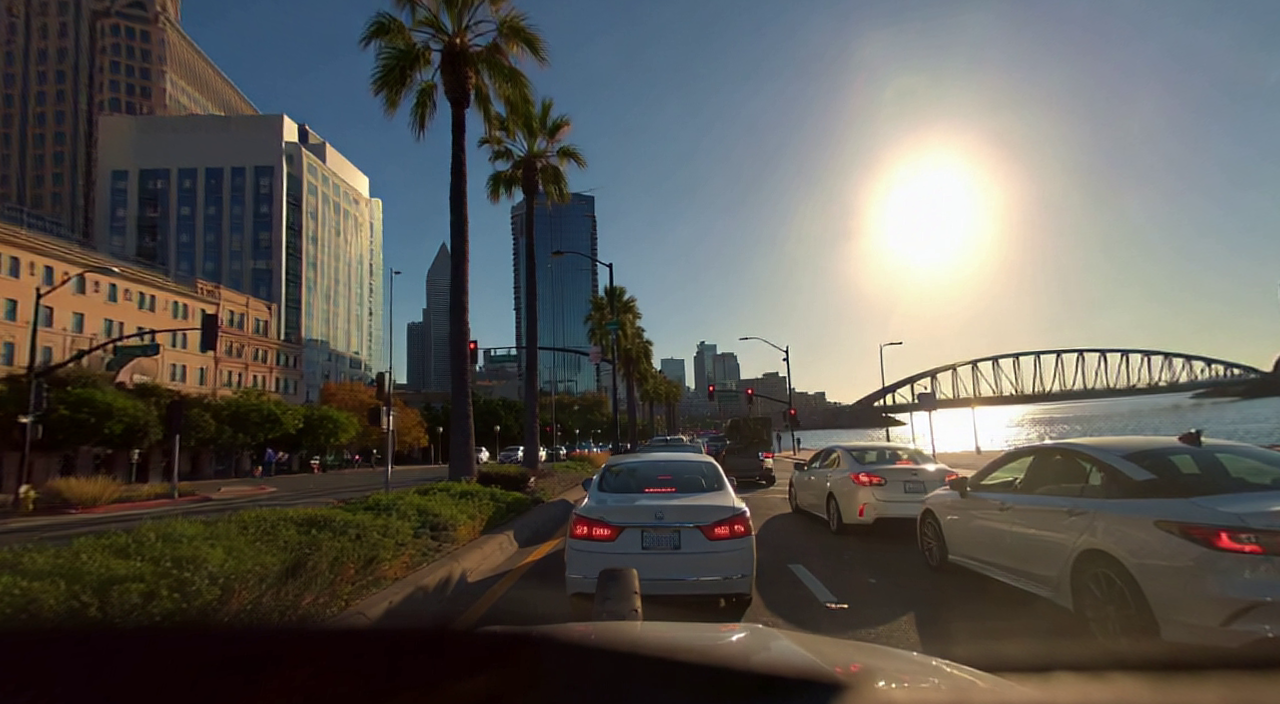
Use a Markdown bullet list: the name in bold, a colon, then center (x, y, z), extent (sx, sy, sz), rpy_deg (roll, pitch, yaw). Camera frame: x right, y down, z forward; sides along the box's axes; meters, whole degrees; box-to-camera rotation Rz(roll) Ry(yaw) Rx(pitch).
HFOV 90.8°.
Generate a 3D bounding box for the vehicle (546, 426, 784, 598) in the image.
- **vehicle**: center (0.252, 1.697, 7.482), extent (2.093, 1.503, 3.681), rpy_deg (0, -9, 1)

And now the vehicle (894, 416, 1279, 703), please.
- **vehicle**: center (3.918, 1.359, 5.090), extent (1.913, 1.469, 4.425), rpy_deg (0, -9, 1)

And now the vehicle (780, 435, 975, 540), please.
- **vehicle**: center (3.896, 2.285, 11.320), extent (1.920, 1.490, 4.417), rpy_deg (-1, -9, 2)
